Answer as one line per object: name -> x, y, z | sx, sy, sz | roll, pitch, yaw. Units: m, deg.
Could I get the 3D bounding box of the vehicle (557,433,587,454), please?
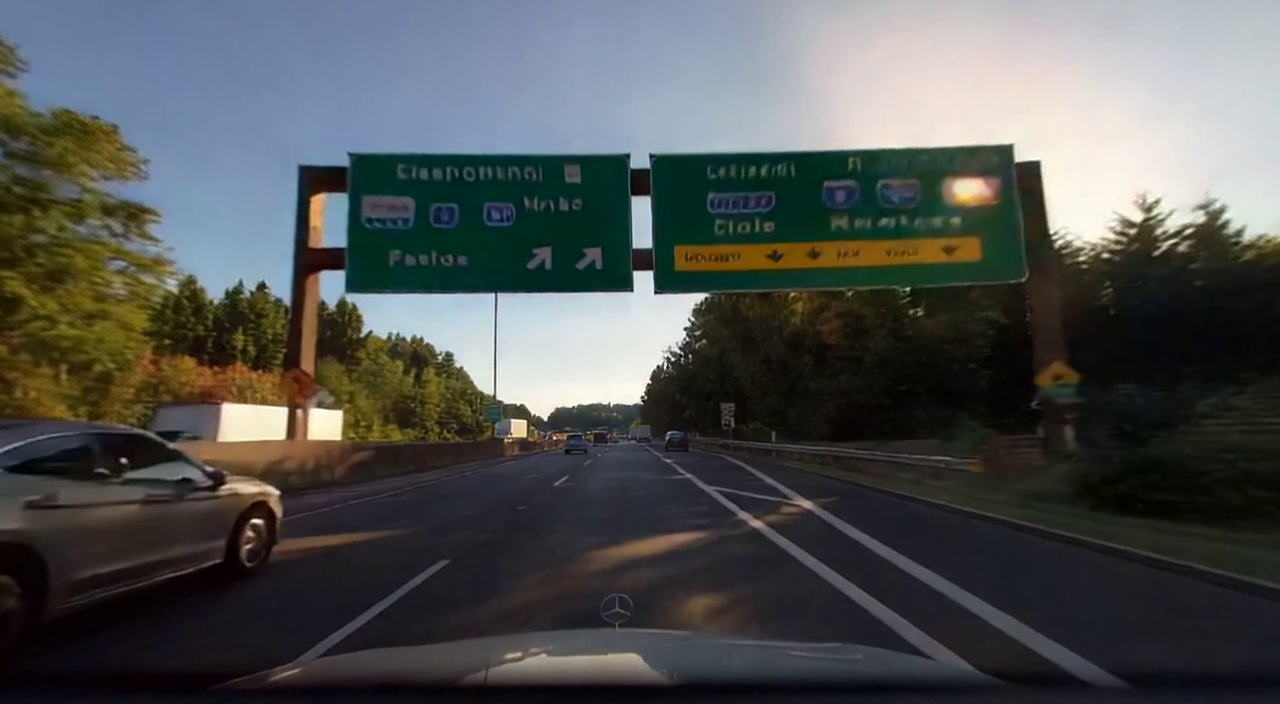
vehicle -> -5.219, 7.046, 48.599 | 1.959, 1.514, 3.668 | 0, -8, -1

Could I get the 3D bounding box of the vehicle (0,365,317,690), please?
vehicle -> -4.296, 1.037, 4.254 | 2.002, 1.645, 4.329 | 0, -8, -2

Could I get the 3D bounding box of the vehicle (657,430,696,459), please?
vehicle -> 2.060, 5.373, 36.721 | 2.139, 1.561, 4.060 | 0, -8, 1
